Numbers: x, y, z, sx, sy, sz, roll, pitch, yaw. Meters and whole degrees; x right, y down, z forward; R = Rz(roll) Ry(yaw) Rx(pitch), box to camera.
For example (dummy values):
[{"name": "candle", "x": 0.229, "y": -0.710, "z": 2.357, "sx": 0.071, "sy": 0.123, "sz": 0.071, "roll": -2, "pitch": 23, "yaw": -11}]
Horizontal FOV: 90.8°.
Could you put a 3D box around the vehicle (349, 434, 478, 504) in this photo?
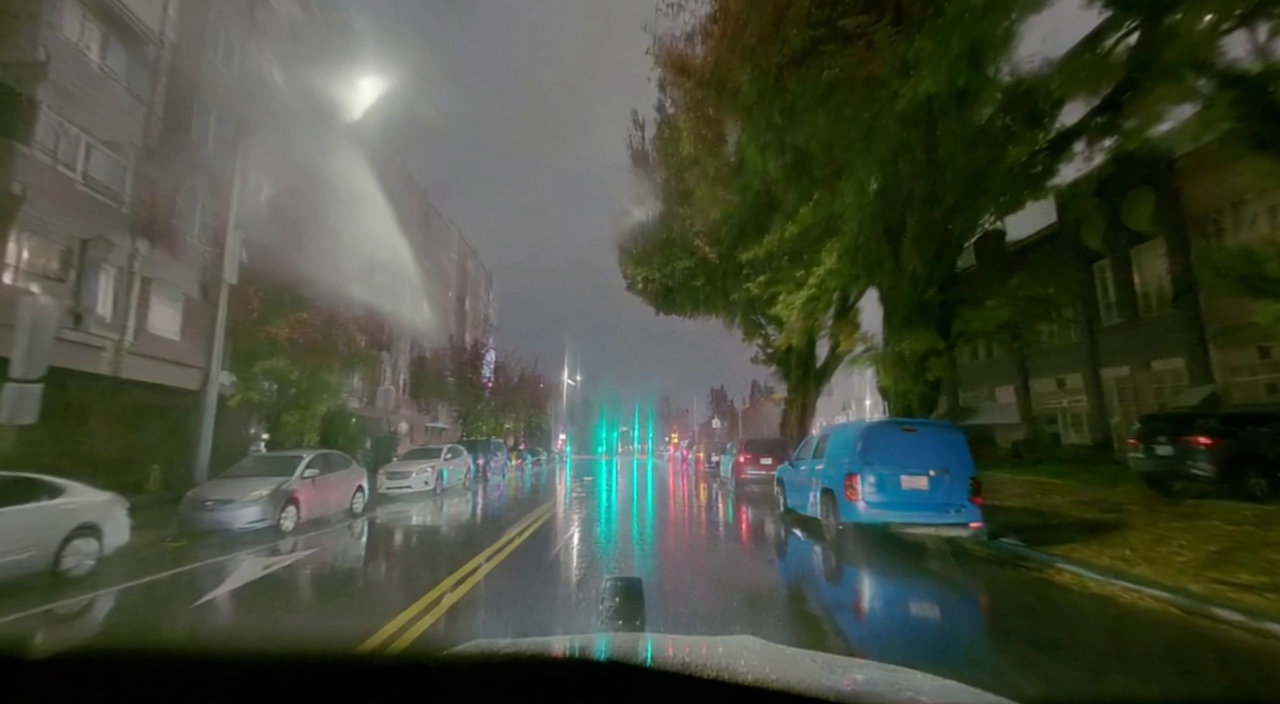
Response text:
[{"name": "vehicle", "x": -6.753, "y": 3.534, "z": 19.517, "sx": 2.224, "sy": 1.849, "sz": 4.772, "roll": 0, "pitch": -9, "yaw": 0}]

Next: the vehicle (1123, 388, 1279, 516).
[{"name": "vehicle", "x": 10.525, "y": 1.683, "z": 10.805, "sx": 4.406, "sy": 1.796, "sz": 2.127, "roll": 5, "pitch": -10, "yaw": -34}]

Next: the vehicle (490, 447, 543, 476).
[{"name": "vehicle", "x": -6.737, "y": 5.991, "z": 34.855, "sx": 1.913, "sy": 1.479, "sz": 4.714, "roll": -1, "pitch": -9, "yaw": 1}]

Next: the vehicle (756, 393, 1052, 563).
[{"name": "vehicle", "x": 3.274, "y": 1.713, "z": 9.250, "sx": 2.118, "sy": 1.793, "sz": 4.885, "roll": 0, "pitch": -9, "yaw": -1}]

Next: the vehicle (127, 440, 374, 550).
[{"name": "vehicle", "x": -6.841, "y": 2.501, "z": 11.766, "sx": 1.938, "sy": 1.654, "sz": 4.130, "roll": 0, "pitch": -9, "yaw": 0}]

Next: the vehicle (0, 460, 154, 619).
[{"name": "vehicle", "x": -6.799, "y": 1.680, "z": 5.369, "sx": 1.822, "sy": 1.411, "sz": 4.389, "roll": 0, "pitch": -9, "yaw": 0}]
